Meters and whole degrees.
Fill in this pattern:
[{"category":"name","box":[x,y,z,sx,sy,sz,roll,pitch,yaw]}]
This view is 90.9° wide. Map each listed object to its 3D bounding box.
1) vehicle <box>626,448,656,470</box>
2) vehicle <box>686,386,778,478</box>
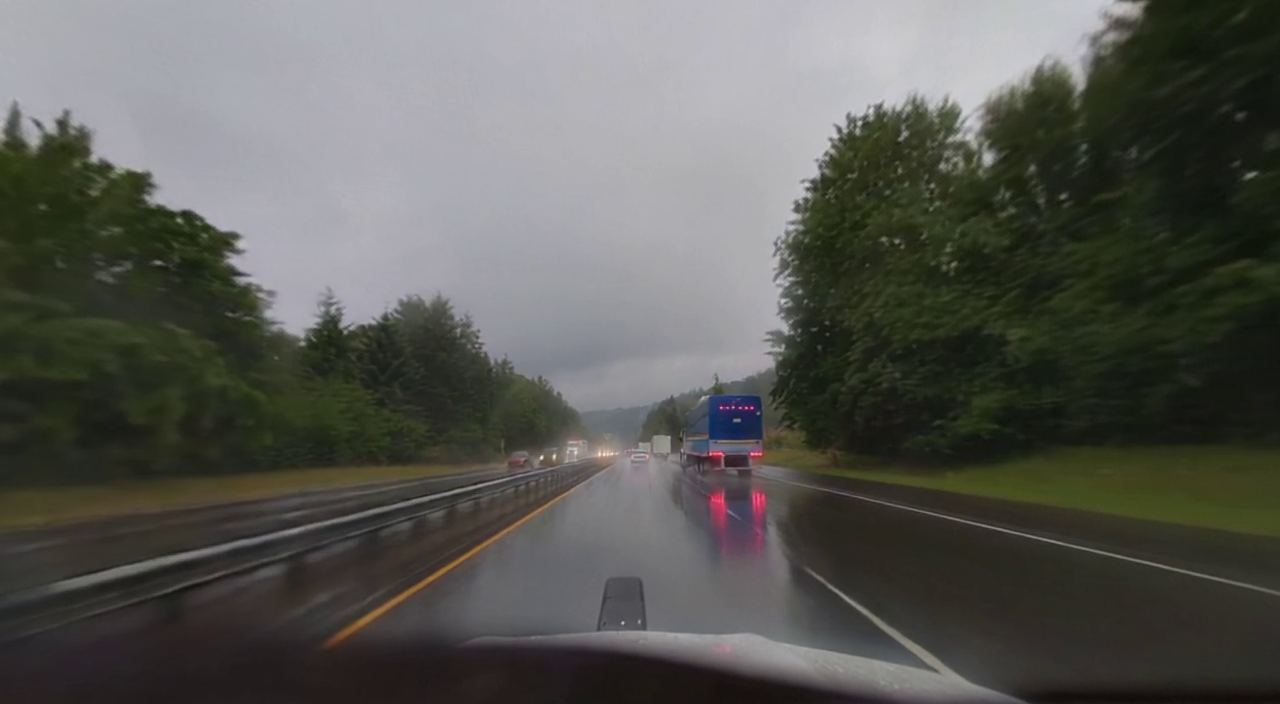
[{"category":"vehicle","box":[0.052,7.265,42.892,1.926,1.386,3.615,0,-9,0]},{"category":"vehicle","box":[4.662,4.707,35.662,2.939,4.129,14.300,0,-9,0]}]
